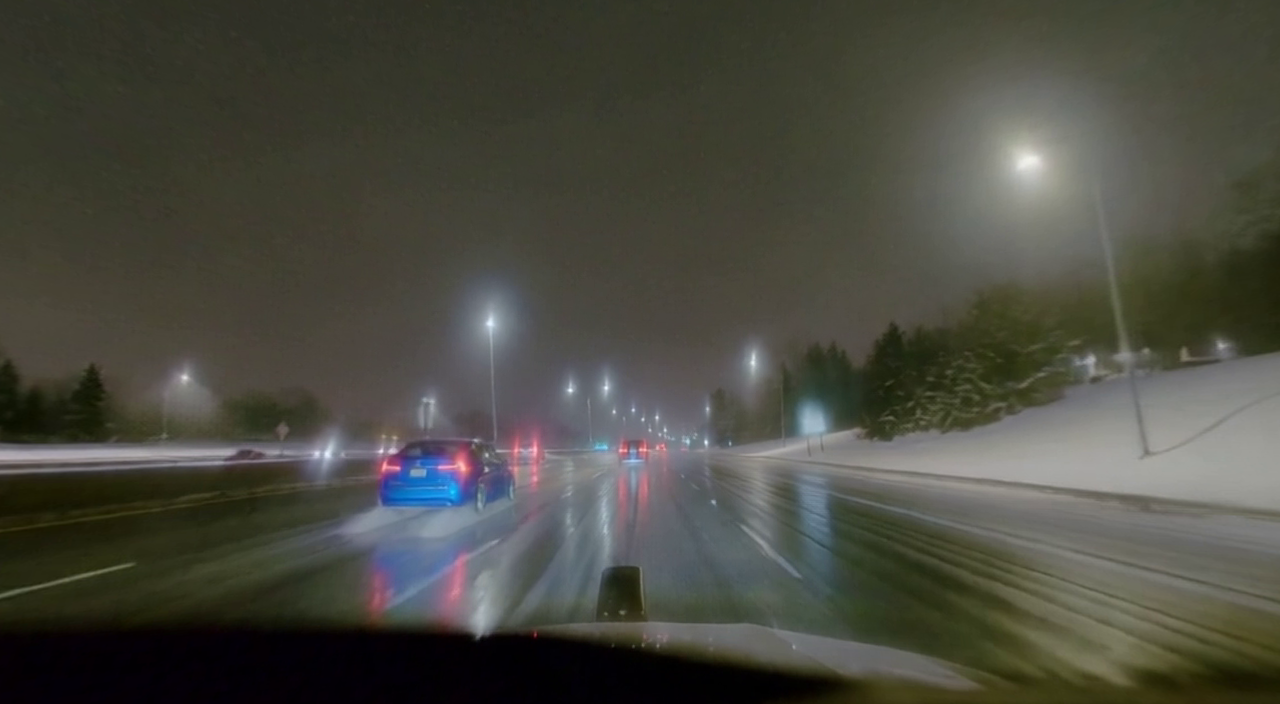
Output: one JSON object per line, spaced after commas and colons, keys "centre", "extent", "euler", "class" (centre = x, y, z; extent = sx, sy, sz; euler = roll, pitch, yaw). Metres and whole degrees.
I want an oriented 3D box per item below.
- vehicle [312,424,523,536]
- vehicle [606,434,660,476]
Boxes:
{"centre": [-3.682, 2.213, 11.495], "extent": [2.124, 1.607, 4.531], "euler": [0, -9, 1], "class": "vehicle"}
{"centre": [-0.241, 4.476, 27.518], "extent": [2.155, 1.690, 4.318], "euler": [0, -9, 1], "class": "vehicle"}
